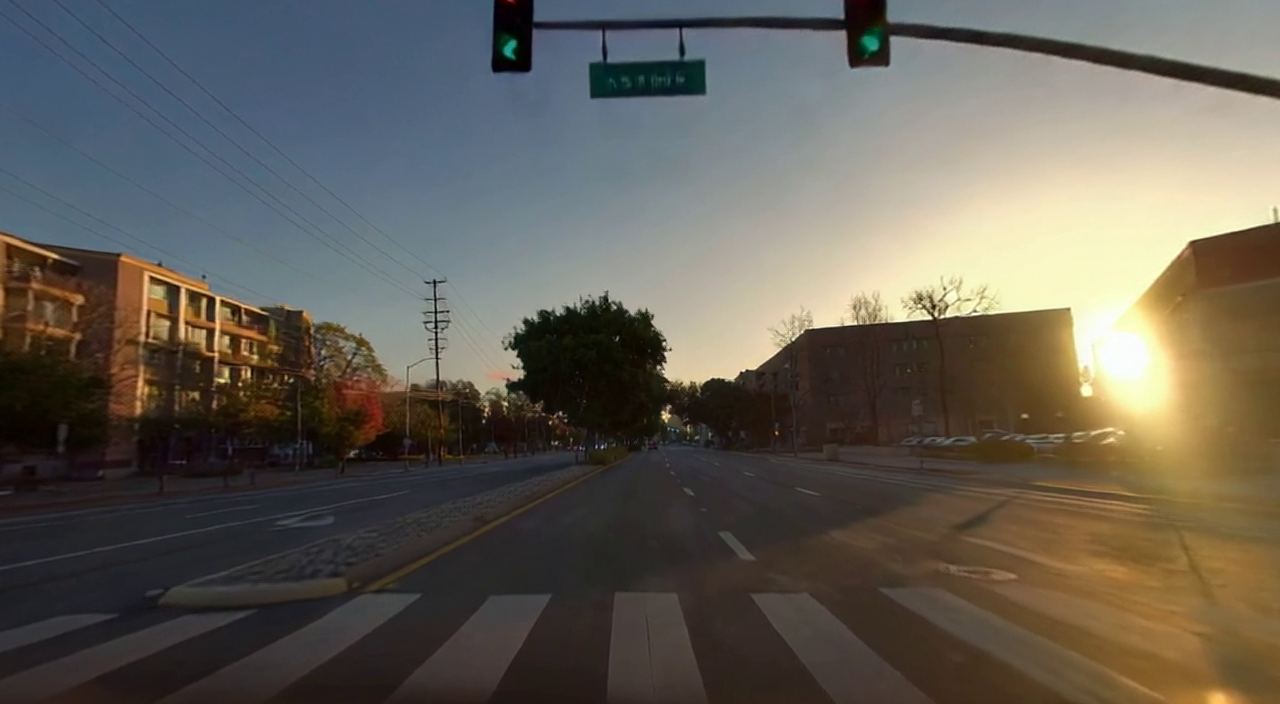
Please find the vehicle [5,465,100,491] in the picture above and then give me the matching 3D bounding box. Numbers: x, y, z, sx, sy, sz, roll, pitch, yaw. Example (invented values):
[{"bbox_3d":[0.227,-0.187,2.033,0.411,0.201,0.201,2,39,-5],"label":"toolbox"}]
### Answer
[{"bbox_3d":[-37.074,7.928,39.937,1.736,1.399,4.271,-1,-8,5],"label":"vehicle"}]
